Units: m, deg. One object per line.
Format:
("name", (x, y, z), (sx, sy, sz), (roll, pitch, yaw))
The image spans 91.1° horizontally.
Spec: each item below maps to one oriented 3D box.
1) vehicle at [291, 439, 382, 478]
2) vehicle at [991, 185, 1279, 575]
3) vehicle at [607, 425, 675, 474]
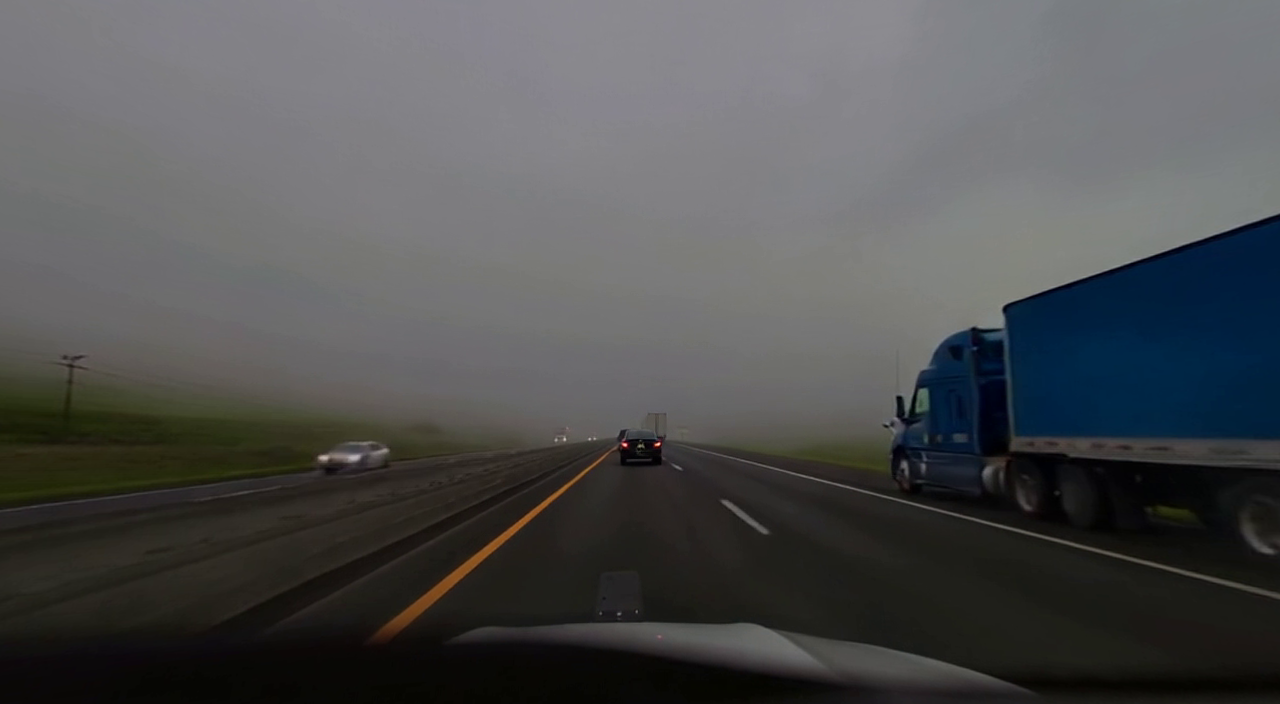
("vehicle", (-12.335, 4.310, 25.824), (1.847, 1.468, 3.854), (0, -8, -1))
("vehicle", (7.520, 0.273, 5.989), (3.010, 3.638, 8.978), (0, -8, -1))
("vehicle", (-0.008, 3.516, 22.946), (2.216, 1.623, 4.220), (0, -8, -1))
